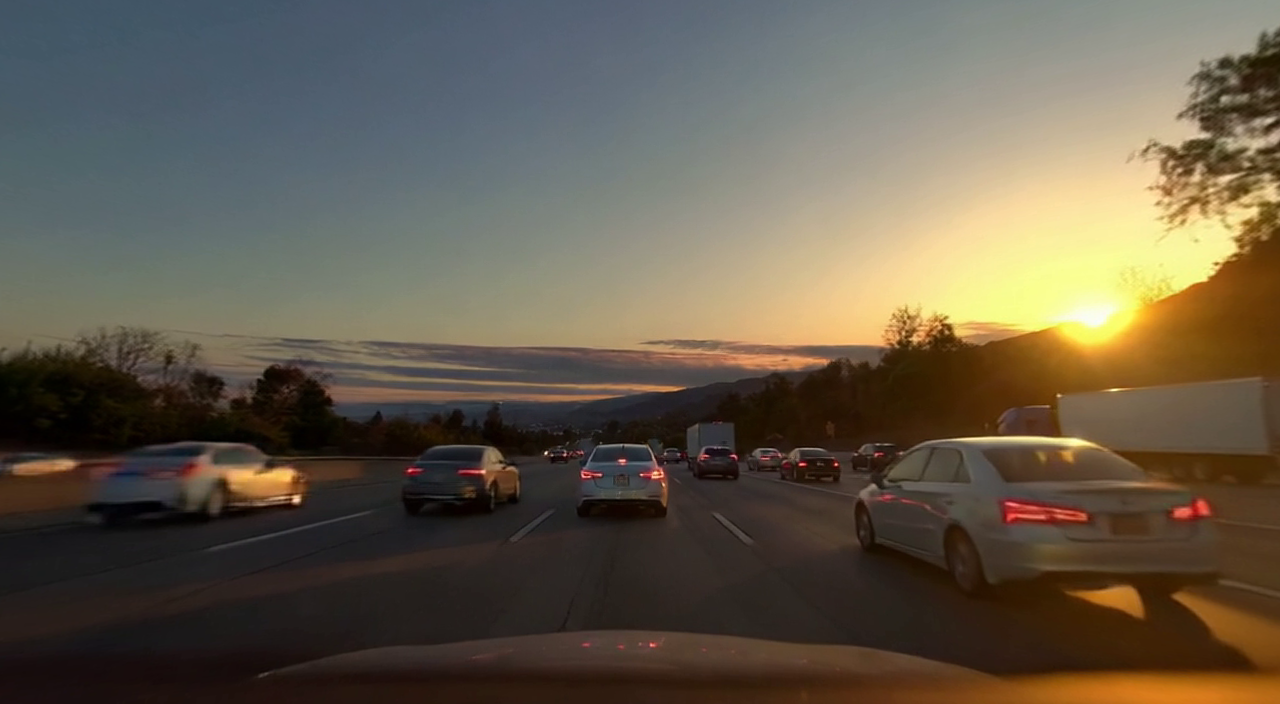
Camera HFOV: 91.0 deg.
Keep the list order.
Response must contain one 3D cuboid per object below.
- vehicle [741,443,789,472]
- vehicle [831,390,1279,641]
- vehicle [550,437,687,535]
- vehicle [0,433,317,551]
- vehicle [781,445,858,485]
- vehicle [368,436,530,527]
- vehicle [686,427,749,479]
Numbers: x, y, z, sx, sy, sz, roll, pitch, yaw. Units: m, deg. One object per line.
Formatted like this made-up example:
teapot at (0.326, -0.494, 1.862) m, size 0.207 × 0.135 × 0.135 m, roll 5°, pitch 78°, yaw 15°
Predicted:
vehicle at (7.598, 6.495, 38.794) m, size 2.055 × 1.650 × 4.241 m, roll 0°, pitch -9°, yaw -1°
vehicle at (3.596, 1.413, 6.344) m, size 2.053 × 1.666 × 4.106 m, roll 0°, pitch -9°, yaw 0°
vehicle at (-0.300, 2.401, 11.892) m, size 2.132 × 1.499 × 4.038 m, roll 0°, pitch -9°, yaw 1°
vehicle at (-7.929, 2.251, 10.910) m, size 2.032 × 1.549 × 4.850 m, roll 0°, pitch -9°, yaw 1°
vehicle at (7.400, 4.690, 26.413) m, size 1.942 × 1.482 × 4.250 m, roll 0°, pitch -9°, yaw -1°
vehicle at (-3.688, 2.576, 13.099) m, size 1.926 × 1.542 × 4.329 m, roll 0°, pitch -9°, yaw 1°
vehicle at (3.689, 4.991, 31.108) m, size 2.440 × 2.313 × 5.266 m, roll 0°, pitch -9°, yaw 0°
